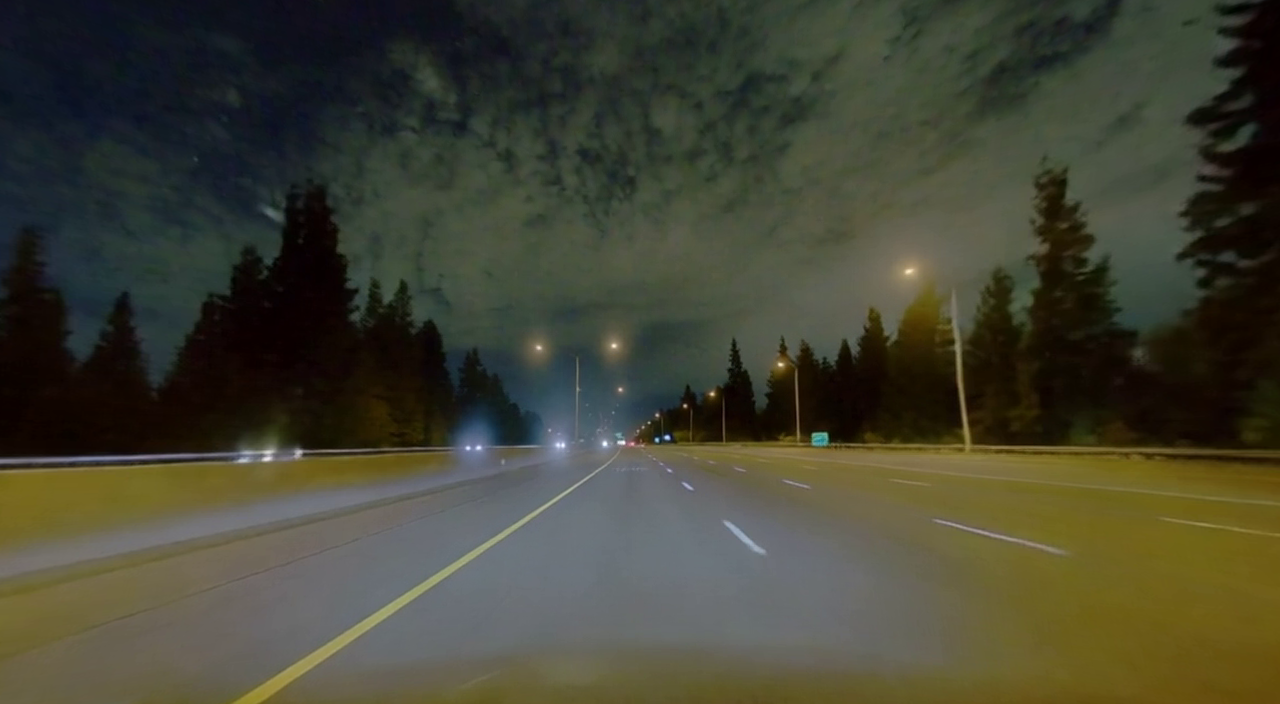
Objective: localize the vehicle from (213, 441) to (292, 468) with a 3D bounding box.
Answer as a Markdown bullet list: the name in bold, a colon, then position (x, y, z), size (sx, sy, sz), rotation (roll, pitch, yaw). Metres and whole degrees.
- **vehicle**: position (-22.833, 6.038, 37.343), size (1.992, 1.434, 4.171), rotation (0, -8, 0)
